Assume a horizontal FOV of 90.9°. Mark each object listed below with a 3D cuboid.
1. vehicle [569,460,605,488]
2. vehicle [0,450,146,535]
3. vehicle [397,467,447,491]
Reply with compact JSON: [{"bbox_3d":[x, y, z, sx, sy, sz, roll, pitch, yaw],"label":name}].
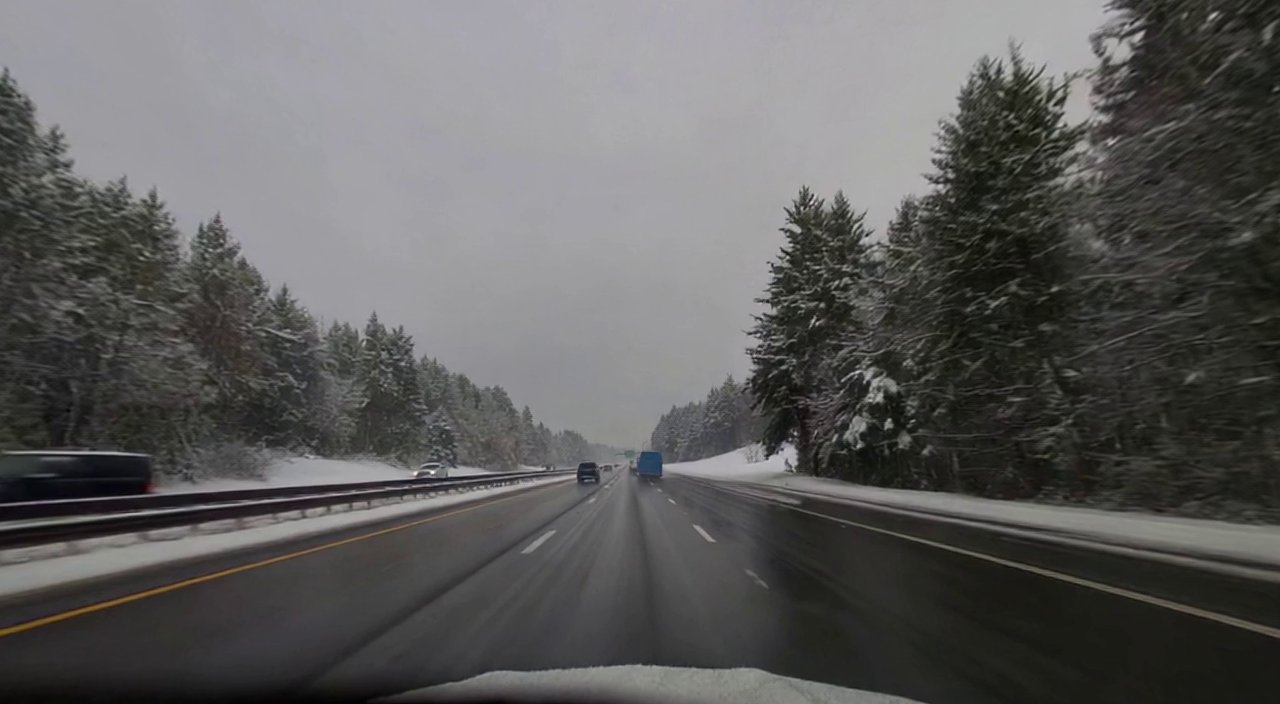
[{"bbox_3d":[-3.628,8.522,44.176,2.132,1.805,4.257,1,-11,0],"label":"vehicle"},{"bbox_3d":[-12.106,2.635,12.044,1.811,1.466,4.240,1,-11,0],"label":"vehicle"},{"bbox_3d":[-14.242,8.315,41.385,1.854,1.440,4.311,1,-11,-2],"label":"vehicle"}]
